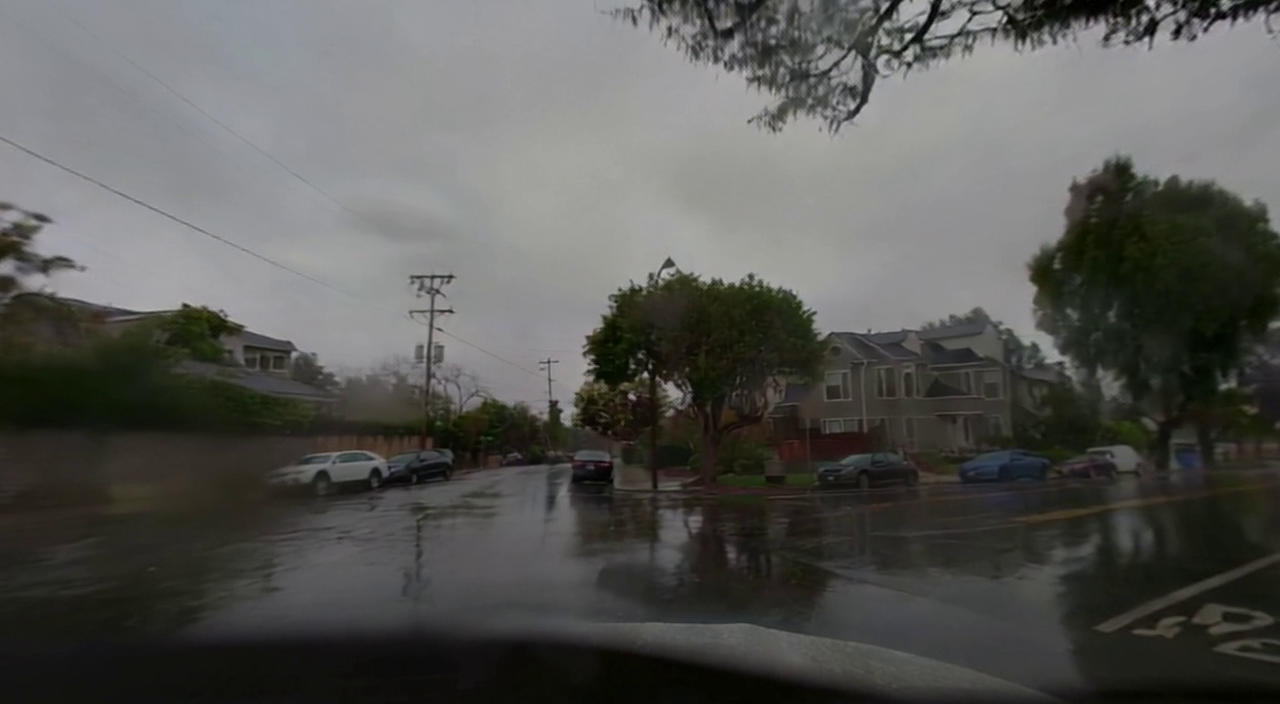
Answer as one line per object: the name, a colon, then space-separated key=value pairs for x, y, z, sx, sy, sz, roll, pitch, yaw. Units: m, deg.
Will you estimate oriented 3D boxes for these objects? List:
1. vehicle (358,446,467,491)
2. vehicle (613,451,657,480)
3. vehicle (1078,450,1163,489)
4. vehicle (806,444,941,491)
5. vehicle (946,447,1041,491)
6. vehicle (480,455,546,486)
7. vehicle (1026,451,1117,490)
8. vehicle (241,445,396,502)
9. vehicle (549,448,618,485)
vehicle: x=-10.629 y=5.454 z=30.142 sx=2.283 sy=1.909 sz=5.692 roll=-2 pitch=-9 yaw=10
vehicle: x=-0.271 y=7.251 z=40.629 sx=1.989 sy=1.683 sz=3.918 roll=-2 pitch=-9 yaw=12
vehicle: x=28.190 y=6.799 z=37.016 sx=5.738 sy=2.060 sz=2.282 roll=6 pitch=-11 yaw=-36
vehicle: x=8.955 y=4.479 z=24.096 sx=5.197 sy=1.431 sz=2.136 roll=10 pitch=-16 yaw=-33
vehicle: x=16.268 y=5.317 z=29.010 sx=4.414 sy=1.837 sz=1.937 roll=6 pitch=-10 yaw=-34
vehicle: x=-8.359 y=7.829 z=42.196 sx=2.287 sy=1.830 sz=5.343 roll=-2 pitch=-9 yaw=12
vehicle: x=23.099 y=6.267 z=33.762 sx=5.499 sy=1.837 sz=2.089 roll=6 pitch=-10 yaw=-35
vehicle: x=-11.877 y=4.478 z=23.986 sx=2.152 sy=1.877 sz=5.701 roll=-2 pitch=-9 yaw=10
vehicle: x=-2.570 y=5.350 z=29.844 sx=1.981 sy=1.579 sz=4.446 roll=-2 pitch=-9 yaw=12
